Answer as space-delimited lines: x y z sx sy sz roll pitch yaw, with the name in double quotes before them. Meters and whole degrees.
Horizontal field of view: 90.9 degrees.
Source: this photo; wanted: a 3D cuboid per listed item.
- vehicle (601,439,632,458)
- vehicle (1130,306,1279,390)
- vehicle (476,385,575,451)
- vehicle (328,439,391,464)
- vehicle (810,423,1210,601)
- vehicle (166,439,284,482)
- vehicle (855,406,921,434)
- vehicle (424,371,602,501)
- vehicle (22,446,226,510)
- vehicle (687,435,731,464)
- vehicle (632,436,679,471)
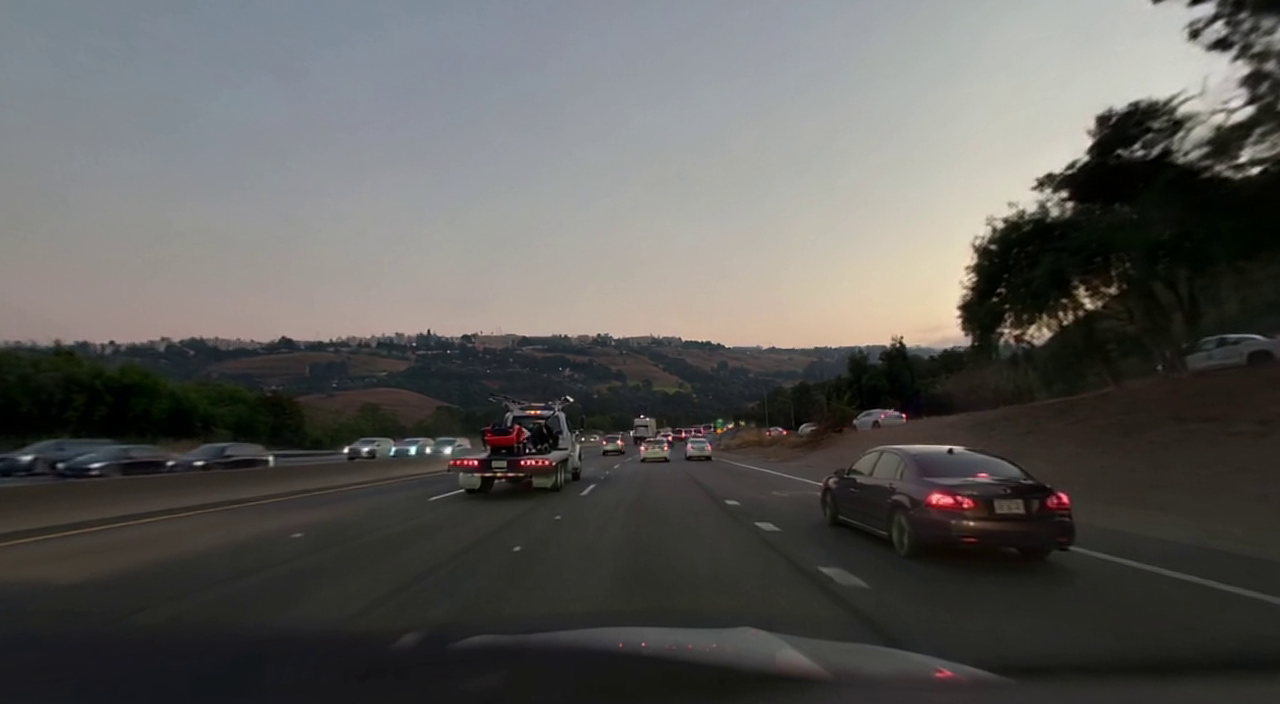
"vehicle" -1.795 7.442 48.727 2.016 1.450 4.310 -1 -8 3
"vehicle" 16.014 0.019 16.943 1.979 1.616 4.268 0 -9 -5
"vehicle" -3.156 2.021 18.403 1.893 1.674 4.766 0 -8 1
"vehicle" -18.959 6.729 42.810 2.043 1.619 4.442 -1 -8 3
"vehicle" 3.717 1.660 7.513 2.040 1.481 4.260 0 -8 -2
"vehicle" -16.524 4.314 25.403 1.865 1.580 4.072 0 -8 2
"vehicle" 14.441 4.014 36.982 1.930 1.454 4.126 0 -8 -4
"vehicle" -3.178 2.645 19.497 3.162 2.955 10.282 0 -8 1
"vehicle" -12.845 3.103 16.076 1.877 1.403 3.836 0 -8 1
"vehicle" 4.149 5.938 38.609 2.075 1.614 4.682 0 -8 -1
"vehicle" 0.700 4.756 29.790 2.079 1.499 3.915 0 -8 1
